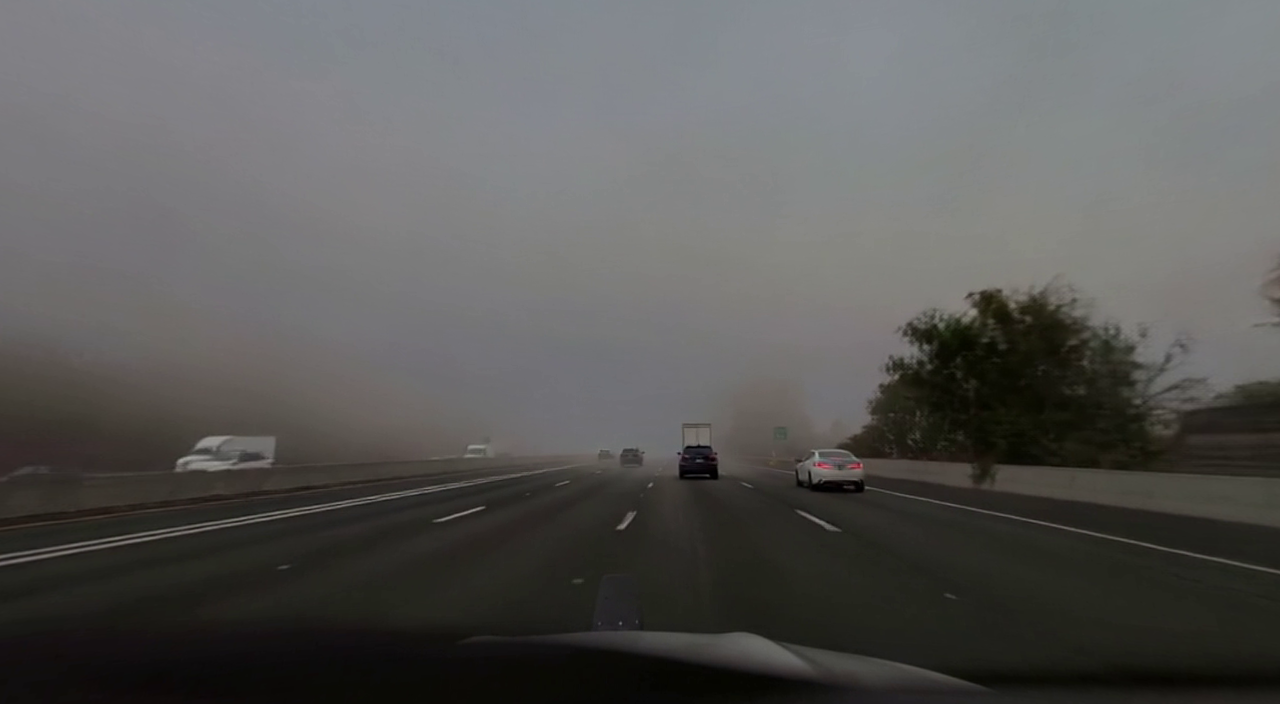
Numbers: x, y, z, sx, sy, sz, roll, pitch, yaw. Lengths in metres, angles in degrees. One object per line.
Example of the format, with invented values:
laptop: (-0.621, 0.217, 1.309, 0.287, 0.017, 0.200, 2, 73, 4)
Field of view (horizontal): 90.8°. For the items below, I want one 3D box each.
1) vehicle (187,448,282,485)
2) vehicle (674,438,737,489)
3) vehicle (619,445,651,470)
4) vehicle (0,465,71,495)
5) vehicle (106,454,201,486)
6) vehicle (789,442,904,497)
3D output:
vehicle: (-16.147, 4.549, 25.335, 1.503, 1.364, 3.224, -1, -9, 4)
vehicle: (2.363, 4.137, 23.799, 2.103, 1.717, 4.399, 0, -9, 3)
vehicle: (-0.318, 7.554, 45.653, 1.988, 1.696, 4.754, -1, -9, 4)
vehicle: (-31.498, 6.537, 32.441, 1.427, 1.302, 3.196, -1, -9, 4)
vehicle: (-23.142, 5.607, 30.211, 1.637, 1.402, 3.406, -1, -9, 4)
vehicle: (6.202, 3.561, 19.655, 2.146, 1.482, 4.665, 0, -9, 2)
